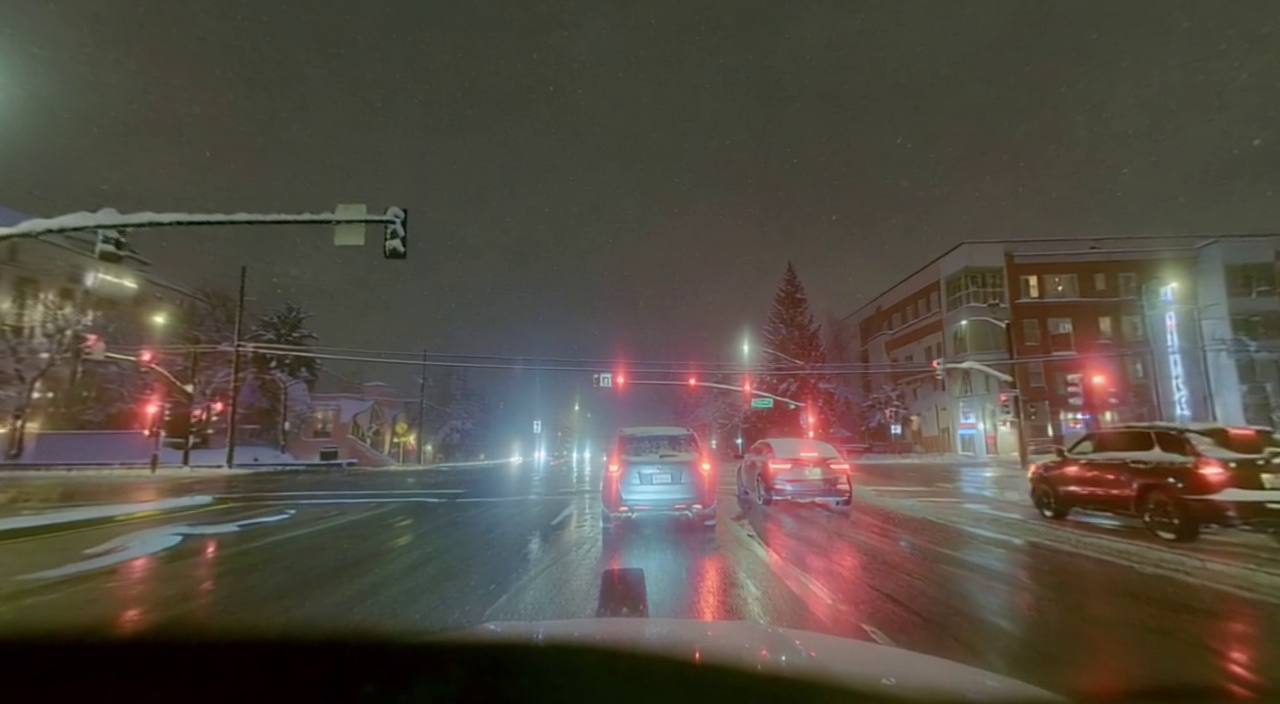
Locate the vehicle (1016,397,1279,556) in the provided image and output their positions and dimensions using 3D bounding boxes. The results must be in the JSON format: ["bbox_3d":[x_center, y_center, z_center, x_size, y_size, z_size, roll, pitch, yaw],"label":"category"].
[{"bbox_3d":[8.486,1.836,9.999,2.132,1.892,4.851,0,-8,2],"label":"vehicle"}]

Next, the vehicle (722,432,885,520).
[{"bbox_3d":[2.974,2.351,12.507,1.994,1.436,4.169,0,-8,-2],"label":"vehicle"}]

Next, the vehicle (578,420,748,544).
[{"bbox_3d":[0.271,1.957,10.204,2.099,1.516,4.681,0,-8,0],"label":"vehicle"}]
